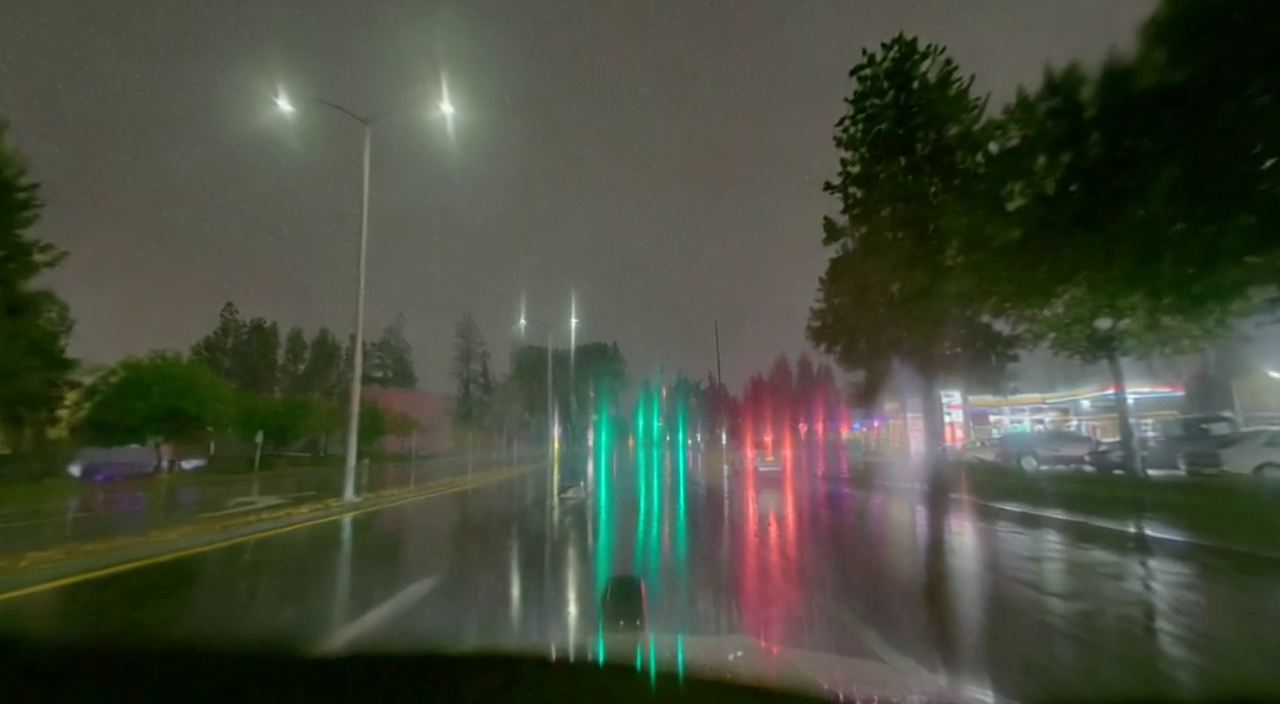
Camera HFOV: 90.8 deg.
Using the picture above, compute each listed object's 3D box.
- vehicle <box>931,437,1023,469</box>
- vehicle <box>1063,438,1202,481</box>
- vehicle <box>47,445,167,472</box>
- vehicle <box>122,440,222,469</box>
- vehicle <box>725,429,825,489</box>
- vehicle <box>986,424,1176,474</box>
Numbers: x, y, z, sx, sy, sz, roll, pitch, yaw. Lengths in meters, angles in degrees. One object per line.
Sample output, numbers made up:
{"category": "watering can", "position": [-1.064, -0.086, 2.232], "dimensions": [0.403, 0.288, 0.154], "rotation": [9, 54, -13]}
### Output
{"category": "vehicle", "position": [15.998, 4.782, 30.090], "dimensions": [3.383, 1.393, 1.730], "rotation": [1, -8, 3]}
{"category": "vehicle", "position": [16.666, 3.641, 21.477], "dimensions": [3.269, 1.315, 1.731], "rotation": [0, -9, -3]}
{"category": "vehicle", "position": [-33.023, 6.589, 39.256], "dimensions": [5.406, 1.627, 2.177], "rotation": [0, -8, -1]}
{"category": "vehicle", "position": [-33.044, 7.287, 44.718], "dimensions": [5.259, 1.760, 2.094], "rotation": [-2, -10, -3]}
{"category": "vehicle", "position": [4.586, 3.720, 22.405], "dimensions": [2.245, 1.864, 5.076], "rotation": [0, -8, -2]}
{"category": "vehicle", "position": [16.702, 3.723, 24.184], "dimensions": [5.536, 1.705, 2.122], "rotation": [-1, -9, 1]}
